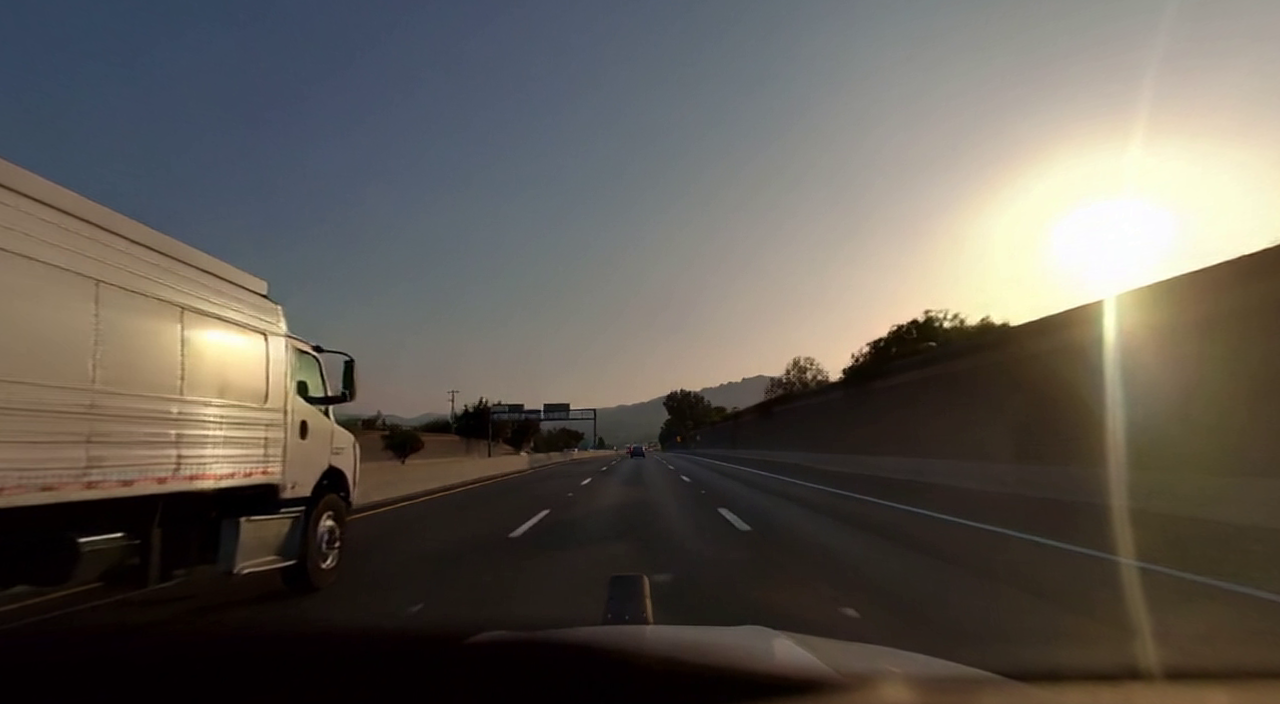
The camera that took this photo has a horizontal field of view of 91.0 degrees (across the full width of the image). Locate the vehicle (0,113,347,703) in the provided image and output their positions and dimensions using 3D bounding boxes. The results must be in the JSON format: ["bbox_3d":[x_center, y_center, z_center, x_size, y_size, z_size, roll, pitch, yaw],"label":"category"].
[{"bbox_3d":[-3.893,0.252,2.258,2.443,2.586,6.701,0,-8,0],"label":"vehicle"}]
